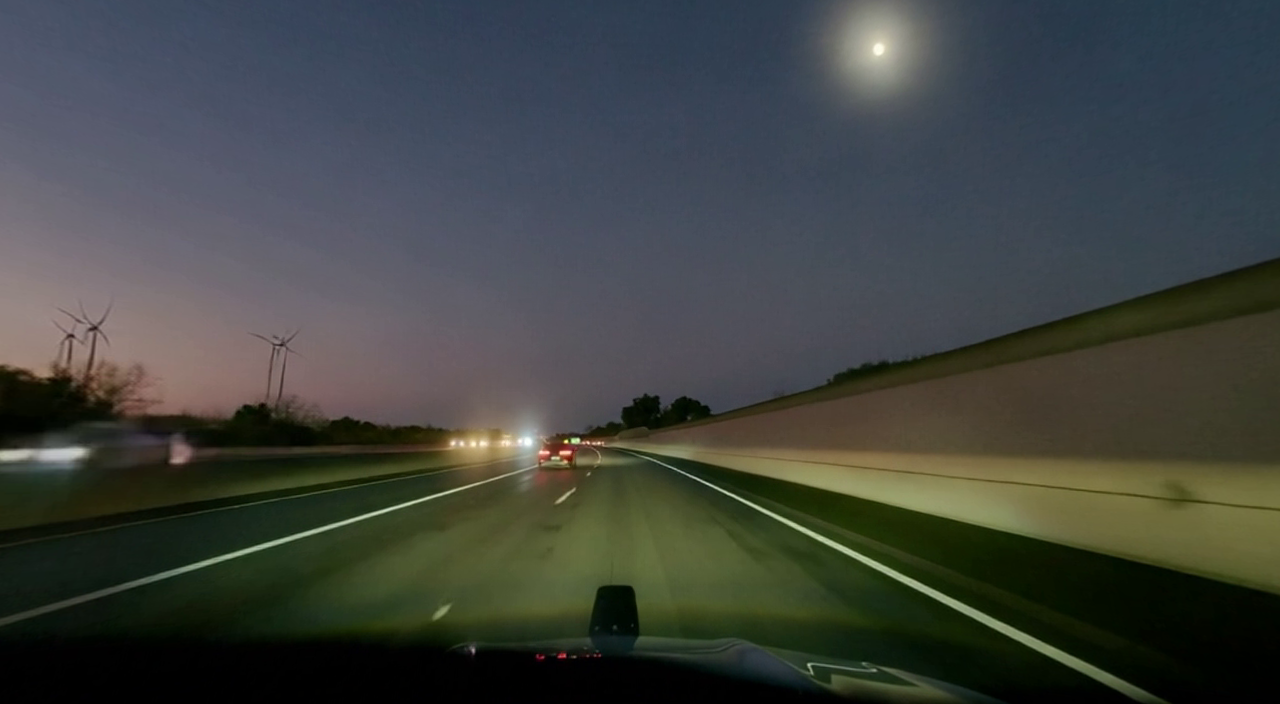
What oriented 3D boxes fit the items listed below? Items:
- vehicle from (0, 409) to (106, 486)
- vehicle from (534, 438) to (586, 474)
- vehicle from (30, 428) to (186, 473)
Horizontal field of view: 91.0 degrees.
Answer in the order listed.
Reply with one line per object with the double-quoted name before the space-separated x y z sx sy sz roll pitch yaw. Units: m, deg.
"vehicle" -15.369 2.205 14.485 2.223 1.682 4.489 0 -8 -1
"vehicle" -3.767 4.952 30.293 2.053 1.549 4.097 0 -8 -2
"vehicle" -19.203 3.567 23.076 1.788 1.453 4.611 0 -8 -2
